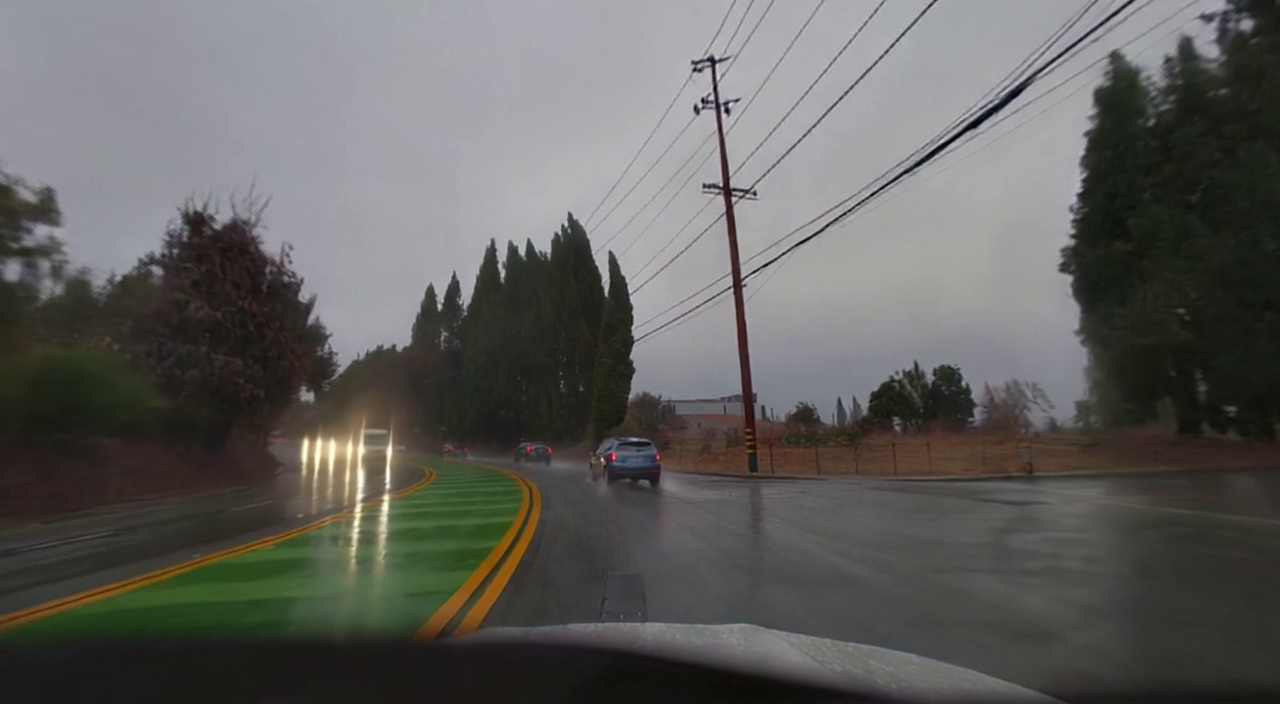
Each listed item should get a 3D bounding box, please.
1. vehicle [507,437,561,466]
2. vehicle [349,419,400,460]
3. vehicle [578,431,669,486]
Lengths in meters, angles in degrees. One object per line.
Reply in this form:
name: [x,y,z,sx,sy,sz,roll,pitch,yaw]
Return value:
vehicle: [-6.744,6.286,39.927,2.075,1.699,4.520,4,-10,-26]
vehicle: [-20.353,6.719,48.262,2.413,2.872,6.823,5,-10,-31]
vehicle: [-0.729,3.822,22.930,2.140,1.767,4.720,2,-9,-16]
